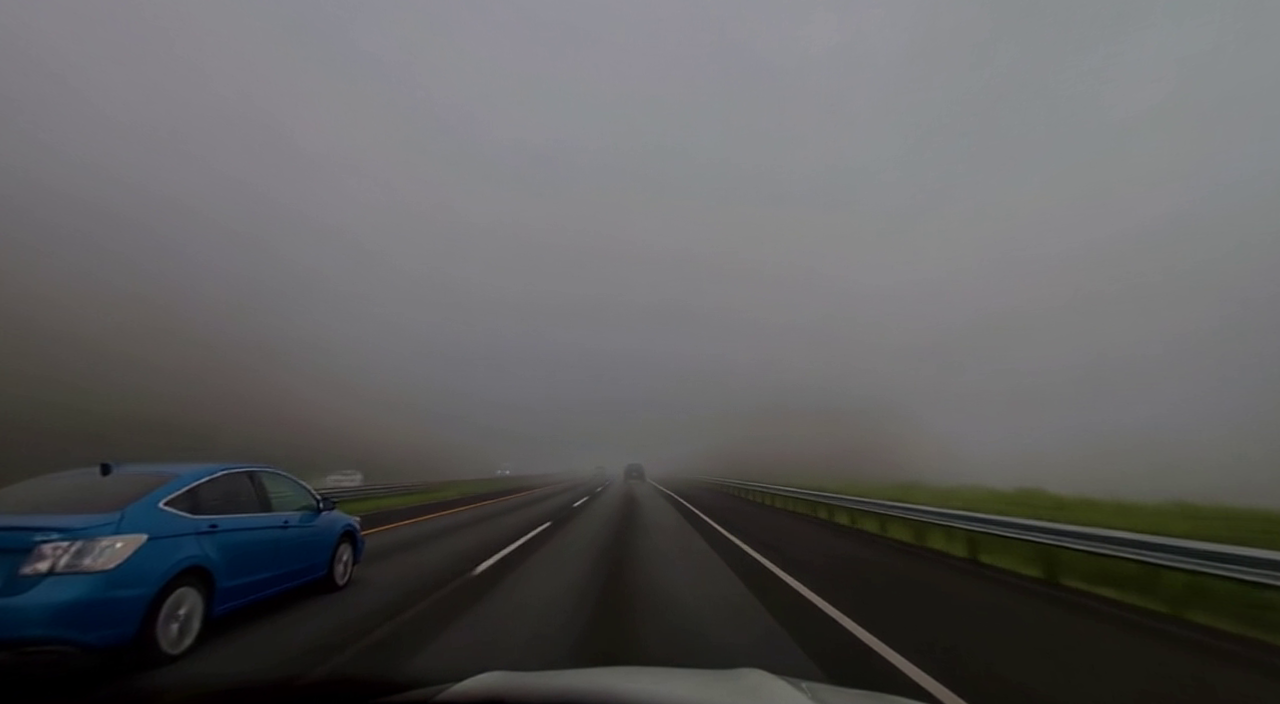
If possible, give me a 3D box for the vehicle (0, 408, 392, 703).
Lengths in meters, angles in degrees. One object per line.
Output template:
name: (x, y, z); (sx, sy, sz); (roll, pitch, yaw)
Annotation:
vehicle: (-3.735, 1.366, 4.806); (2.017, 1.516, 4.041); (1, -11, 0)
